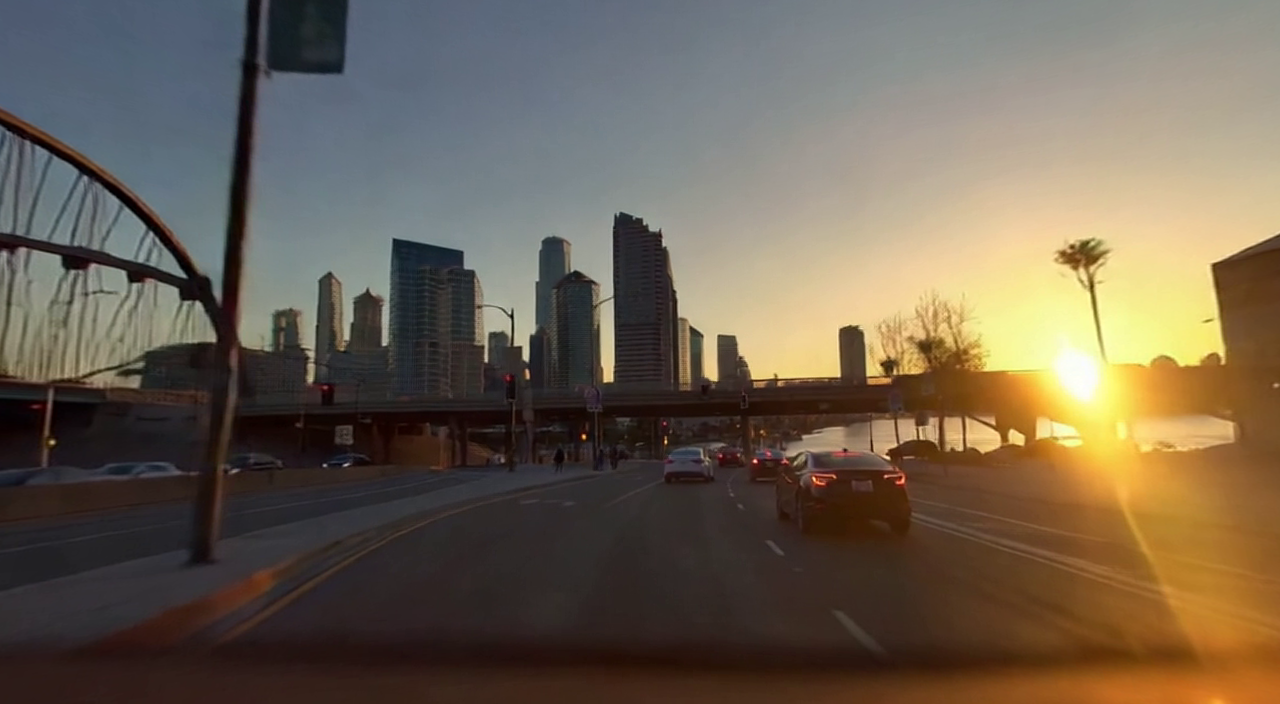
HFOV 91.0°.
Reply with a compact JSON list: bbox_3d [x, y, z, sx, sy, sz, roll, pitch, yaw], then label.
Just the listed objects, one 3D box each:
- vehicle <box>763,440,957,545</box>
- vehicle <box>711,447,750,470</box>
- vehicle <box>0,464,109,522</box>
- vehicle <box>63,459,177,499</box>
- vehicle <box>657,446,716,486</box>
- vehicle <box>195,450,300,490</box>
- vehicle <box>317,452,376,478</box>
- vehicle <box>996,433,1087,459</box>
[{"bbox_3d":[3.684,2.434,11.687,2.051,1.509,4.933,-1,-9,3],"label":"vehicle"},{"bbox_3d":[6.394,7.438,43.992,2.134,1.492,4.674,-3,-9,15],"label":"vehicle"},{"bbox_3d":[-18.368,4.079,18.446,1.912,1.482,4.495,0,-9,-4],"label":"vehicle"},{"bbox_3d":[-21.708,5.280,26.473,1.693,1.505,3.698,0,-9,-2],"label":"vehicle"},{"bbox_3d":[2.005,4.636,25.932,2.077,1.518,3.760,-2,-9,9],"label":"vehicle"},{"bbox_3d":[-18.543,5.560,30.055,2.040,1.749,4.796,0,-9,-2],"label":"vehicle"},{"bbox_3d":[-21.984,8.470,47.320,2.106,1.791,4.618,0,-9,1],"label":"vehicle"},{"bbox_3d":[31.661,7.437,49.744,5.771,2.019,2.293,1,-9,-7],"label":"vehicle"}]
